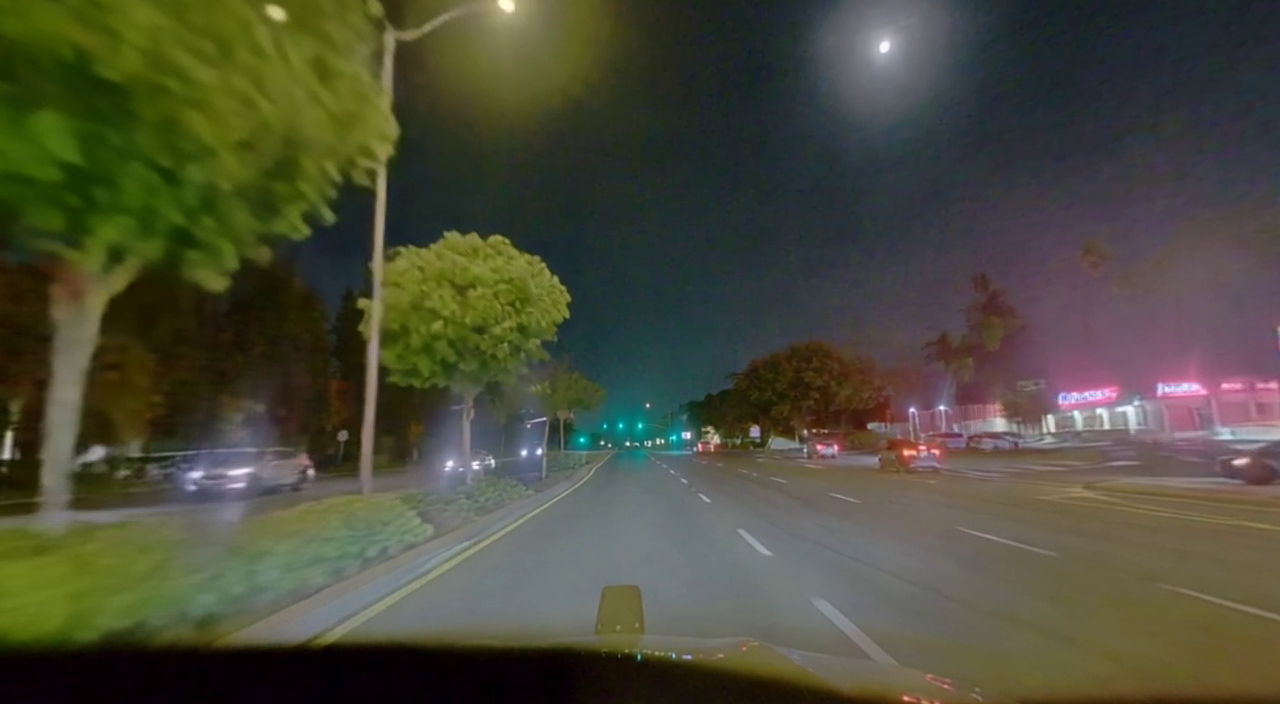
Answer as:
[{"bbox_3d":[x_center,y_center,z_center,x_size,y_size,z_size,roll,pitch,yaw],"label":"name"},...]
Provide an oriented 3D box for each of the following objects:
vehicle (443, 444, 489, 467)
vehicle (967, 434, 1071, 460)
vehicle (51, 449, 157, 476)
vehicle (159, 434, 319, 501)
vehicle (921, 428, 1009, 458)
[{"bbox_3d":[-11.983,7.146,43.840,1.937,1.508,4.650,0,-8,-1],"label":"vehicle"},{"bbox_3d":[22.316,5.622,37.373,4.724,1.471,2.203,0,-8,-2],"label":"vehicle"},{"bbox_3d":[-30.869,6.370,36.498,4.308,1.474,1.917,0,-8,-2],"label":"vehicle"},{"bbox_3d":[-11.659,3.362,18.808,1.985,1.715,4.330,0,-8,-2],"label":"vehicle"},{"bbox_3d":[22.624,6.362,44.185,4.824,1.976,2.281,-1,-8,2],"label":"vehicle"}]
